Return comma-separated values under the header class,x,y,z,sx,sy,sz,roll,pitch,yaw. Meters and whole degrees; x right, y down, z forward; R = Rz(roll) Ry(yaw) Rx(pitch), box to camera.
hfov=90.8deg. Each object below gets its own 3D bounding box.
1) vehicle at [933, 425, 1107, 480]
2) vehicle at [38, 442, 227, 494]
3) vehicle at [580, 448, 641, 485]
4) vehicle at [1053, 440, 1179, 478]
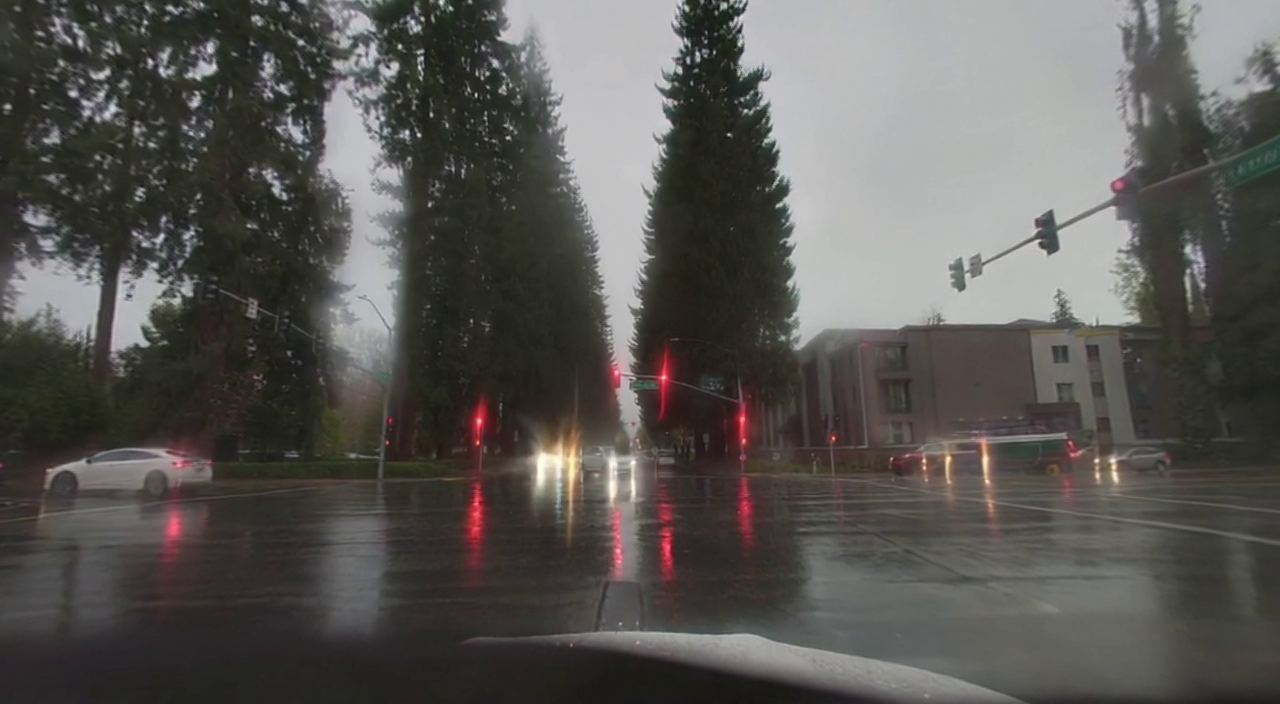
class,x,y,z,sx,sy,sz,roll,pitch,yaw
vehicle,17.059,4.552,28.676,6.109,2.348,2.683,0,-8,0
vehicle,-18.730,4.310,23.568,4.798,1.763,2.536,0,-10,0
vehicle,-1.664,6.080,33.952,2.162,1.740,4.728,2,-9,-16
vehicle,23.791,5.354,31.716,4.569,1.794,2.088,0,-8,0
